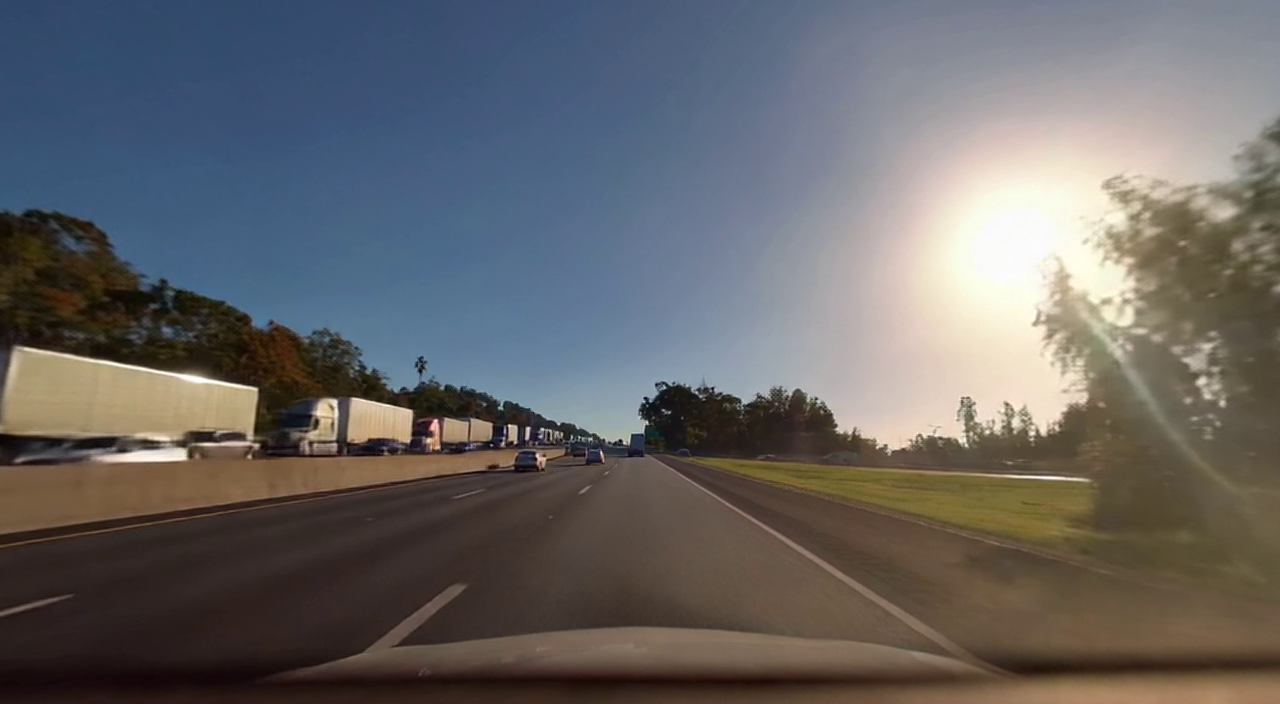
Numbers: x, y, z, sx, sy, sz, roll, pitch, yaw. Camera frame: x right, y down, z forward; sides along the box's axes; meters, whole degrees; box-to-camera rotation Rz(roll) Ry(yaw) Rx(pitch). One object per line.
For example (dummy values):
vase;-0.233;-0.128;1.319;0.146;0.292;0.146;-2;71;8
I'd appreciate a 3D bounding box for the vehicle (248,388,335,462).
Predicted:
vehicle;-18.483;3.920;33.616;2.963;3.801;2.502;0;-9;-1

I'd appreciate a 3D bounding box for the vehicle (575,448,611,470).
vehicle;-3.201;7.465;43.978;2.076;1.453;4.094;0;-9;2

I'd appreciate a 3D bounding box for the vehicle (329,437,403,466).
vehicle;-14.436;5.278;33.495;2.014;1.444;4.352;0;-9;0

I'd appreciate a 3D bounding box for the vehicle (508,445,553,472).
vehicle;-7.297;7.148;42.595;2.122;1.685;4.714;0;-9;1

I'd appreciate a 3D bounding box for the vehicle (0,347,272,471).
vehicle;-18.965;2.519;23.962;2.703;3.565;11.849;0;-9;1

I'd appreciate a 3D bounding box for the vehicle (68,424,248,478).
vehicle;-14.145;2.970;18.923;1.956;1.433;4.339;0;-9;0
